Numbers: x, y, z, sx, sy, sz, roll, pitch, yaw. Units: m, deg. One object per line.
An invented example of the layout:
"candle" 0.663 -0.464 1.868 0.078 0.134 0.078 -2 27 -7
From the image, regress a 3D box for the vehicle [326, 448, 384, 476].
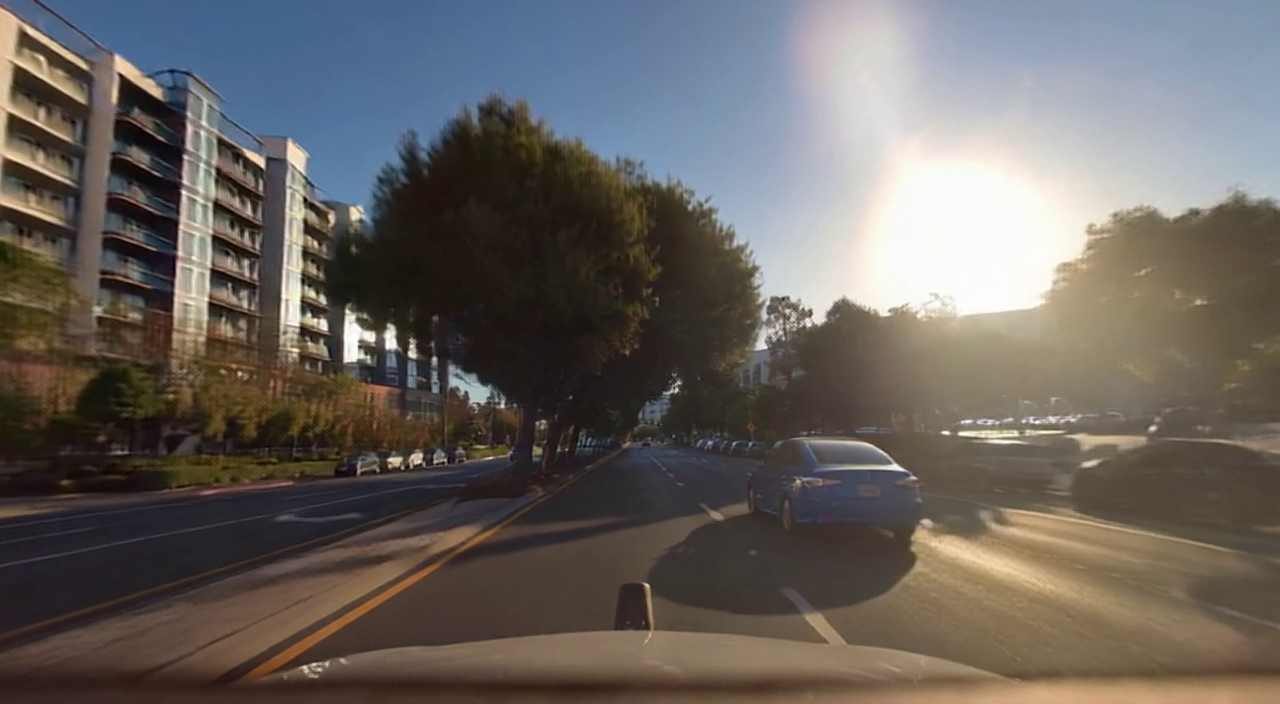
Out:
"vehicle" -19.274 7.425 42.807 1.888 1.751 4.526 0 -8 -1

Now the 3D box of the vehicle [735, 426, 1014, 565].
"vehicle" 2.811 1.837 8.929 2.141 1.443 4.499 0 -8 -1

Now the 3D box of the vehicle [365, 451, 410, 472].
"vehicle" -19.262 8.362 48.248 1.736 1.502 4.259 0 -8 -1

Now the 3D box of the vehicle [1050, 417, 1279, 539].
"vehicle" 9.258 2.004 10.617 1.889 1.629 4.072 0 -8 0
